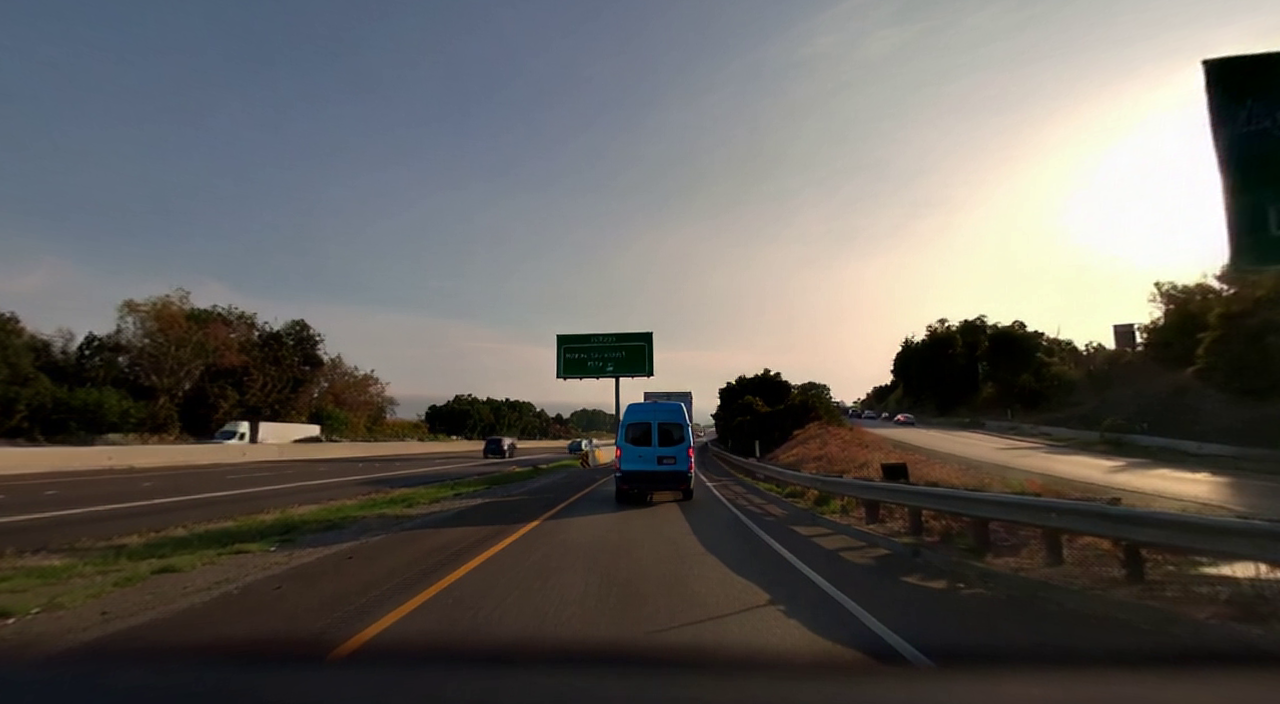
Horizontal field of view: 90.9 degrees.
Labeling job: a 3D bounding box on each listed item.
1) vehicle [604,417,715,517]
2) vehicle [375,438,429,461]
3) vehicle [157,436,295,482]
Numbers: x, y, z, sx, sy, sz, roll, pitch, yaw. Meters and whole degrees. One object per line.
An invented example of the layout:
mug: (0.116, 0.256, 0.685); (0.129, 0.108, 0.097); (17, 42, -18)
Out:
vehicle: (0.309, 2.456, 13.991); (2.043, 1.821, 4.558); (0, -8, -1)
vehicle: (-18.378, 7.522, 48.935); (2.160, 1.691, 4.601); (-1, -8, 3)
vehicle: (-16.127, 4.164, 24.934); (2.046, 1.585, 4.743); (-1, -8, 3)
